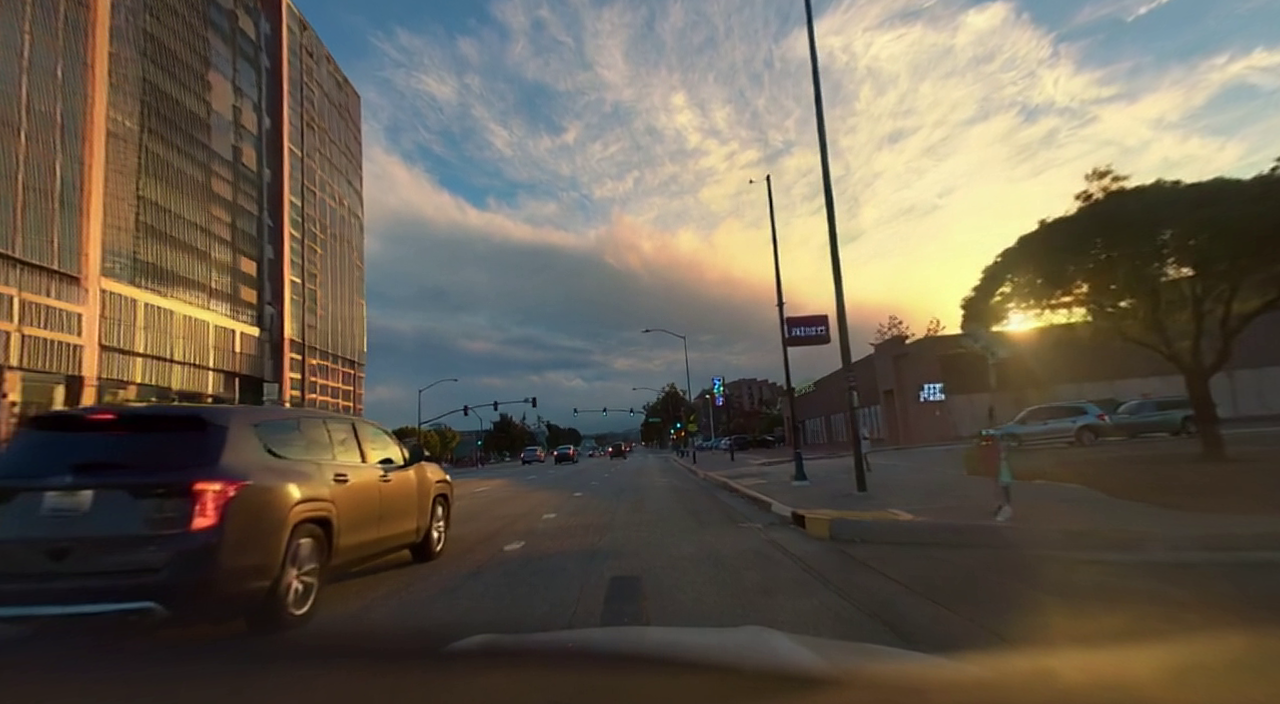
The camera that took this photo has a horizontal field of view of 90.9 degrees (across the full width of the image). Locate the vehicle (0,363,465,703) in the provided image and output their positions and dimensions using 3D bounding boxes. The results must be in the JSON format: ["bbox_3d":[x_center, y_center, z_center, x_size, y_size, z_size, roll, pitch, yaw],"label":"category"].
[{"bbox_3d":[-3.427,1.283,5.601,2.277,1.743,4.893,0,-8,1],"label":"vehicle"}]

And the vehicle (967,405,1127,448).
[{"bbox_3d":[15.135,2.825,23.656,4.573,1.532,1.983,0,-8,0],"label":"vehicle"}]

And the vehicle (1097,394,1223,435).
[{"bbox_3d":[24.784,3.079,30.324,1.903,1.700,4.934,-1,-8,1],"label":"vehicle"}]

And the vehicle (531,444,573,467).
[{"bbox_3d":[-5.945,7.025,43.107,2.030,1.488,4.650,-1,-8,2],"label":"vehicle"}]
